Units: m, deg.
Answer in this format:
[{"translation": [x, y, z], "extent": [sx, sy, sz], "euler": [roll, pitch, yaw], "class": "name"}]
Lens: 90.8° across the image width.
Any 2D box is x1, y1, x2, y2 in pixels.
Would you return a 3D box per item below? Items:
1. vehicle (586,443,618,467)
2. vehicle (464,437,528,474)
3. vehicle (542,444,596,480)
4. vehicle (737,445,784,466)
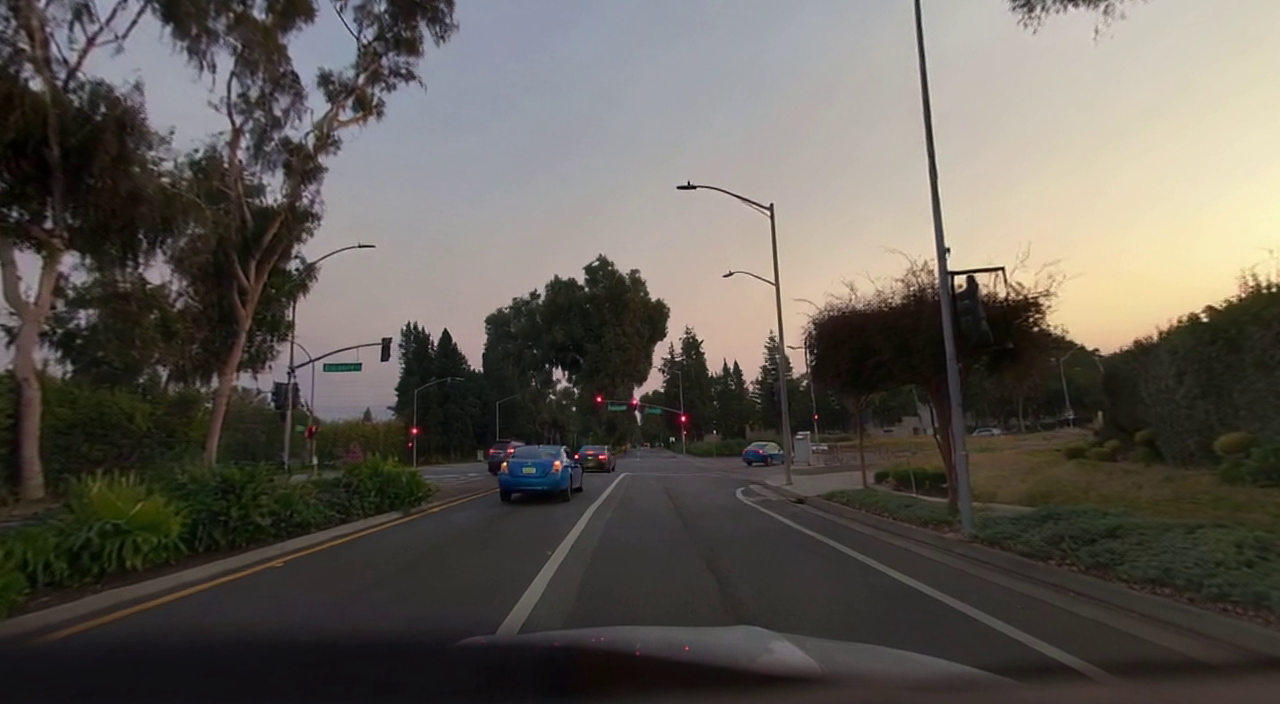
[{"translation": [-2.771, 7.540, 46.453], "extent": [2.055, 1.679, 4.155], "euler": [0, -9, 1], "class": "vehicle"}, {"translation": [-8.746, 6.177, 38.033], "extent": [2.390, 2.020, 5.085], "euler": [4, -10, -28], "class": "vehicle"}, {"translation": [-3.129, 4.974, 28.762], "extent": [1.979, 1.492, 3.930], "euler": [0, -9, 0], "class": "vehicle"}, {"translation": [8.533, 7.239, 44.377], "extent": [1.945, 1.410, 4.284], "euler": [-5, -10, 28], "class": "vehicle"}]
